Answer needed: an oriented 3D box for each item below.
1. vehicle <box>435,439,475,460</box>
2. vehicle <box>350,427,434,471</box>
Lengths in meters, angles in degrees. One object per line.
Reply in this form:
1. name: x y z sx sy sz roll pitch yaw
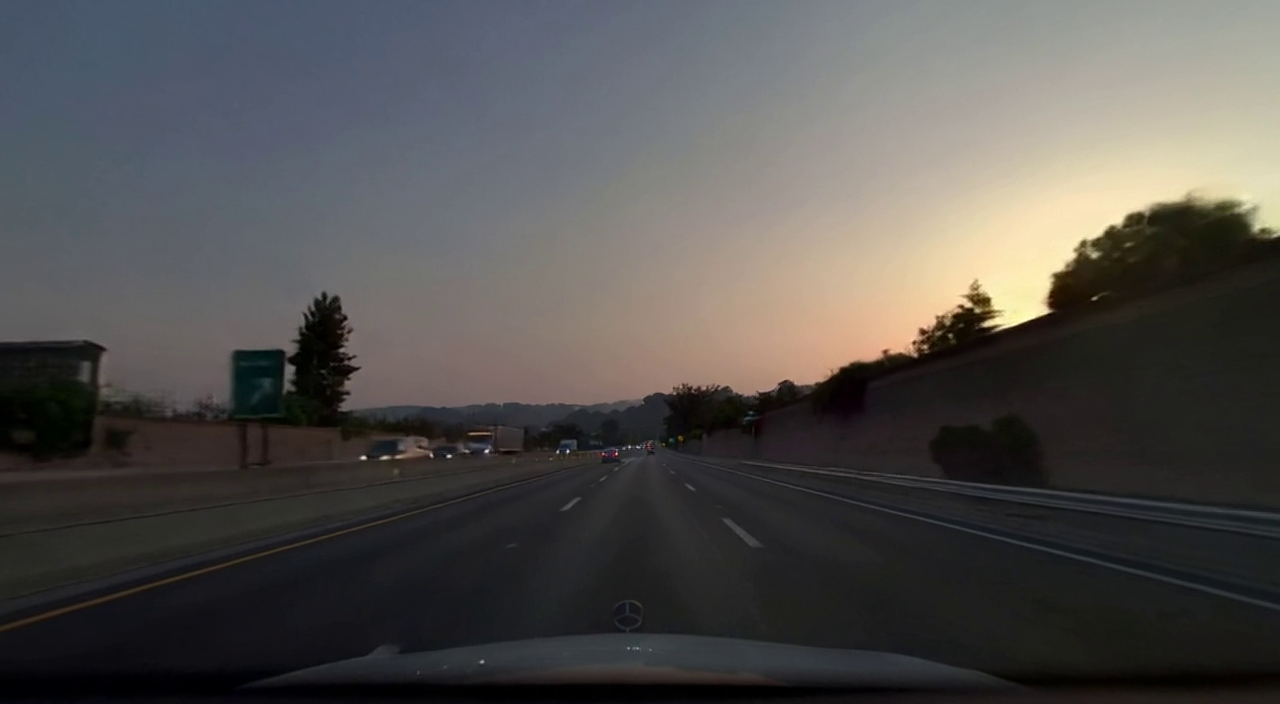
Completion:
1. vehicle: -14.360 7.593 49.100 1.753 1.556 4.053 0 -9 1
2. vehicle: -14.558 5.793 37.610 2.230 2.369 6.640 0 -9 1
